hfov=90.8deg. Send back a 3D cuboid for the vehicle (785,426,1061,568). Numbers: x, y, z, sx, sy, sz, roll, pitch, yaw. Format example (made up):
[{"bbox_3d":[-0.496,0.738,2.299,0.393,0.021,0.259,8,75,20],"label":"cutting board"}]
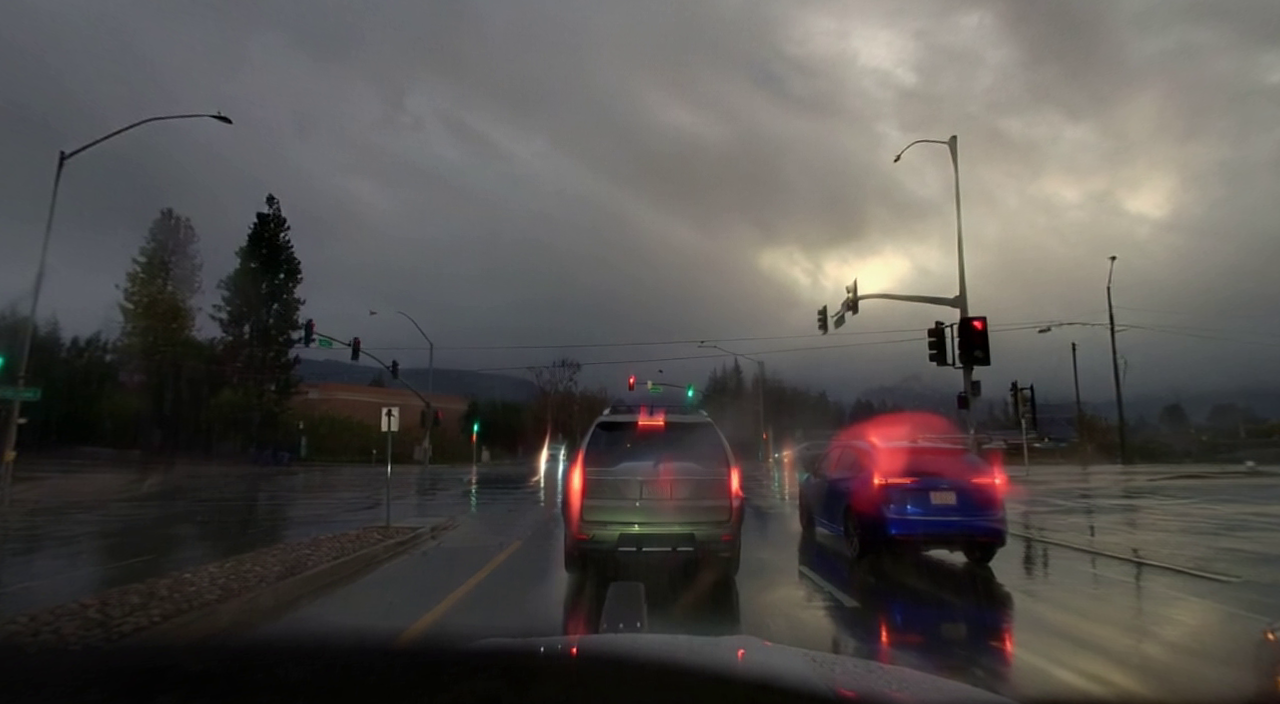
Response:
[{"bbox_3d":[3.527,1.868,8.936,1.861,1.495,4.215,0,-8,-1],"label":"vehicle"}]

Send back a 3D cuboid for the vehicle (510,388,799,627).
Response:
[{"bbox_3d":[0.108,1.499,7.076,2.170,1.793,4.468,0,-8,0],"label":"vehicle"}]

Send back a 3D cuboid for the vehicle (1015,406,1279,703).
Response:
[{"bbox_3d":[3.157,0.815,1.426,1.924,1.466,4.461,0,-8,1],"label":"vehicle"}]
